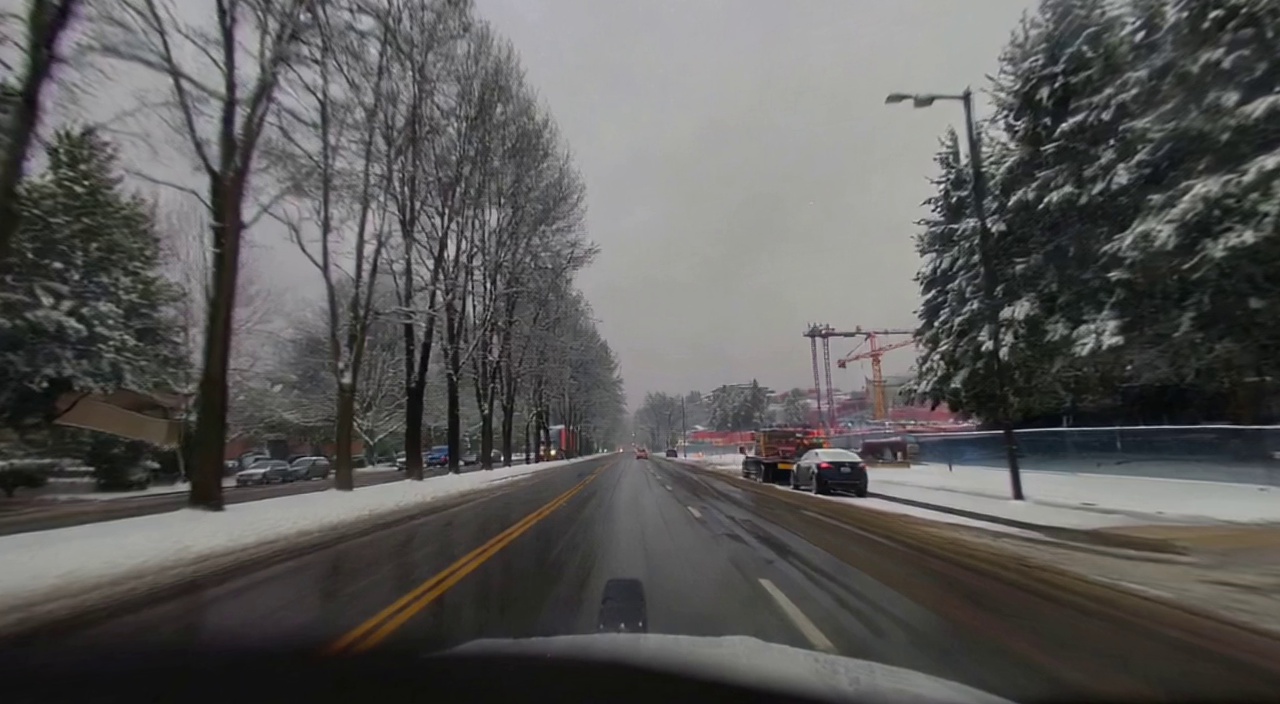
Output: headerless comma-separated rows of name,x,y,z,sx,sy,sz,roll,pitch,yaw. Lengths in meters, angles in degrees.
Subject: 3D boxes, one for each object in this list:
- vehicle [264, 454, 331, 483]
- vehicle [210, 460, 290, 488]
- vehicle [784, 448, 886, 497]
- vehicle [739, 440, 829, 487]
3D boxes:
vehicle,-23.006,7.820,42.424,2.006,1.755,4.476,0,-8,-1
vehicle,-22.985,7.168,37.196,1.862,1.458,4.701,0,-8,-2
vehicle,6.439,4.007,21.340,1.860,1.467,4.576,0,-8,-2
vehicle,6.313,4.977,28.606,2.513,1.890,6.666,0,-8,0
